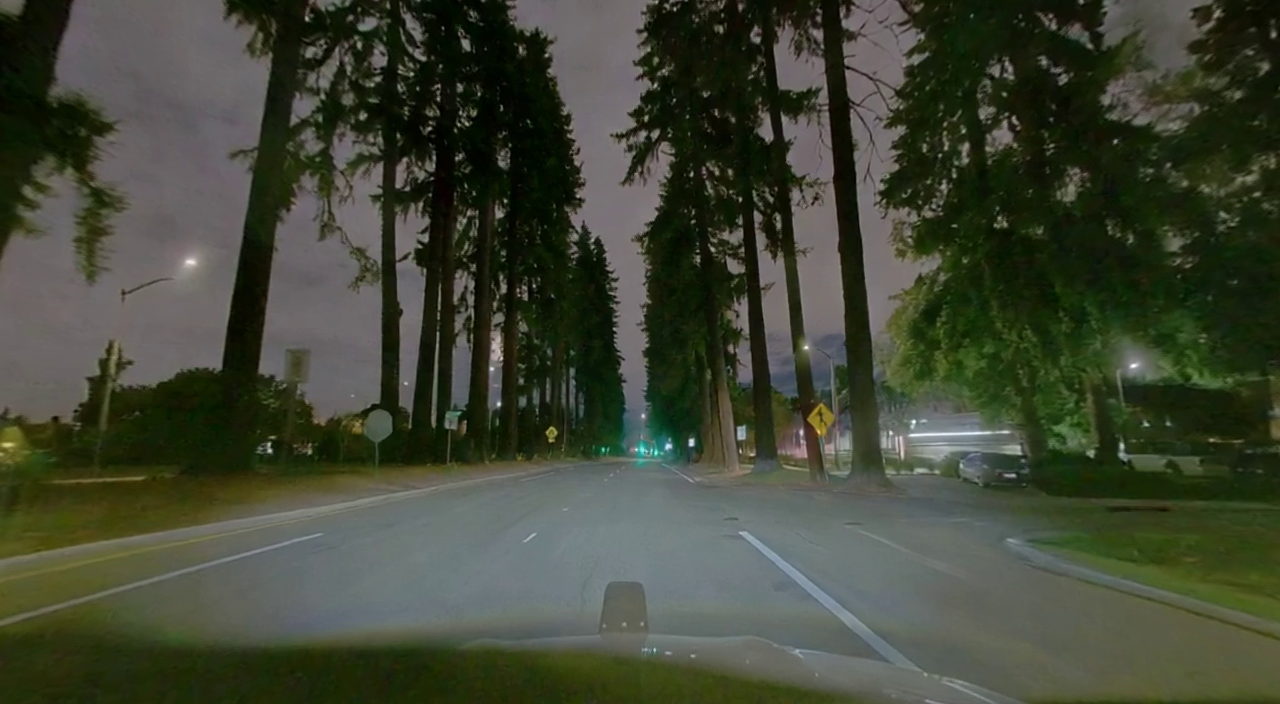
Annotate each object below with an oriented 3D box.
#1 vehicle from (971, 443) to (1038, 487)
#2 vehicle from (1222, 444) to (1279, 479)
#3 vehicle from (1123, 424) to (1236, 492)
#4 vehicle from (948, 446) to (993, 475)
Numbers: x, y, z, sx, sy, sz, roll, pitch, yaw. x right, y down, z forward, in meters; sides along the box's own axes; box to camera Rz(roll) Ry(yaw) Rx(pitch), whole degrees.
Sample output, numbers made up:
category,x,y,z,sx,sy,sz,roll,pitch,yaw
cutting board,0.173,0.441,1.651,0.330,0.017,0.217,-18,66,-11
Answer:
category,x,y,z,sx,sy,sz,roll,pitch,yaw
vehicle,14.931,4.527,25.686,2.063,1.588,4.759,-5,-10,32
vehicle,31.584,5.495,31.933,1.913,1.622,4.482,-5,-10,29
vehicle,19.547,3.806,23.099,2.187,2.012,4.806,-9,-8,31
vehicle,20.256,6.577,38.530,1.958,1.644,4.527,-5,-10,32
